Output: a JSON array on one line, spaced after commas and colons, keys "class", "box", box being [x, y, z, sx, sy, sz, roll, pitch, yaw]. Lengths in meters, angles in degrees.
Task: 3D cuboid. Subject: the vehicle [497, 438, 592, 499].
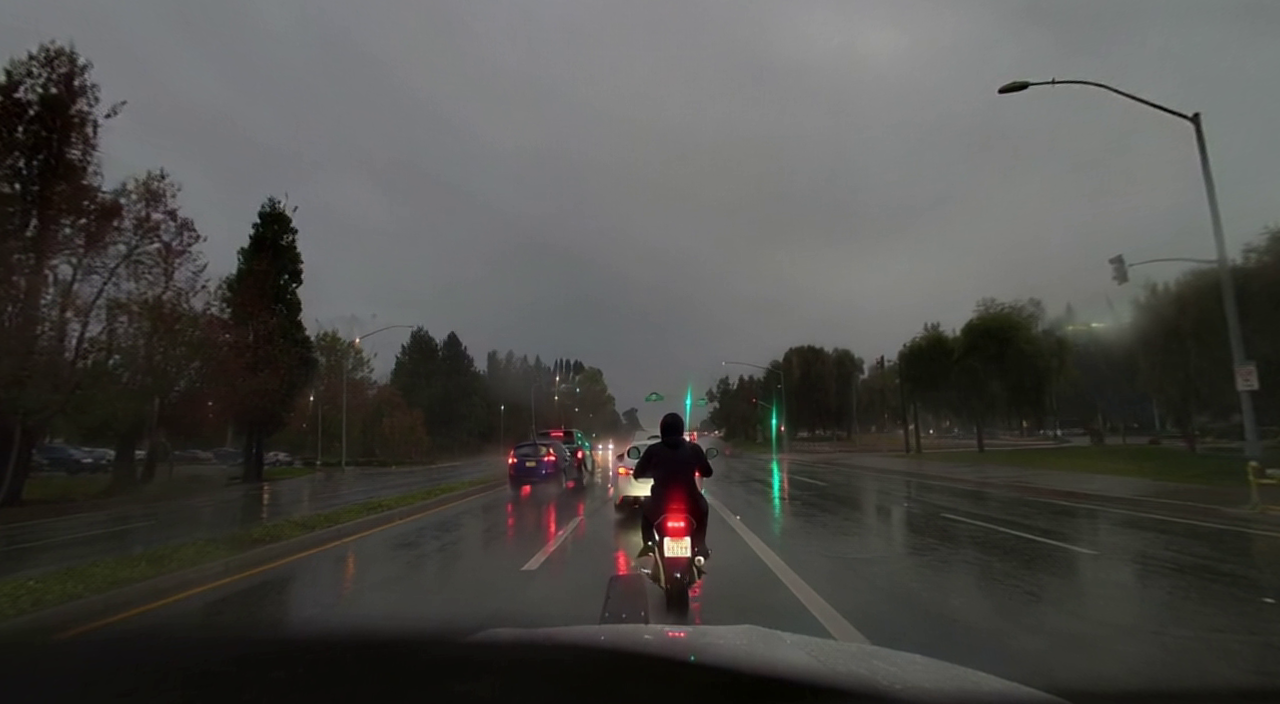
[{"class": "vehicle", "box": [-2.554, 3.216, 17.855, 1.979, 1.499, 3.840, -1, -8, 2]}]

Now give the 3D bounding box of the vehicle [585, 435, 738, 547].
[{"class": "vehicle", "box": [0.324, 2.169, 10.669, 2.009, 1.450, 4.608, -1, -8, 1]}]
